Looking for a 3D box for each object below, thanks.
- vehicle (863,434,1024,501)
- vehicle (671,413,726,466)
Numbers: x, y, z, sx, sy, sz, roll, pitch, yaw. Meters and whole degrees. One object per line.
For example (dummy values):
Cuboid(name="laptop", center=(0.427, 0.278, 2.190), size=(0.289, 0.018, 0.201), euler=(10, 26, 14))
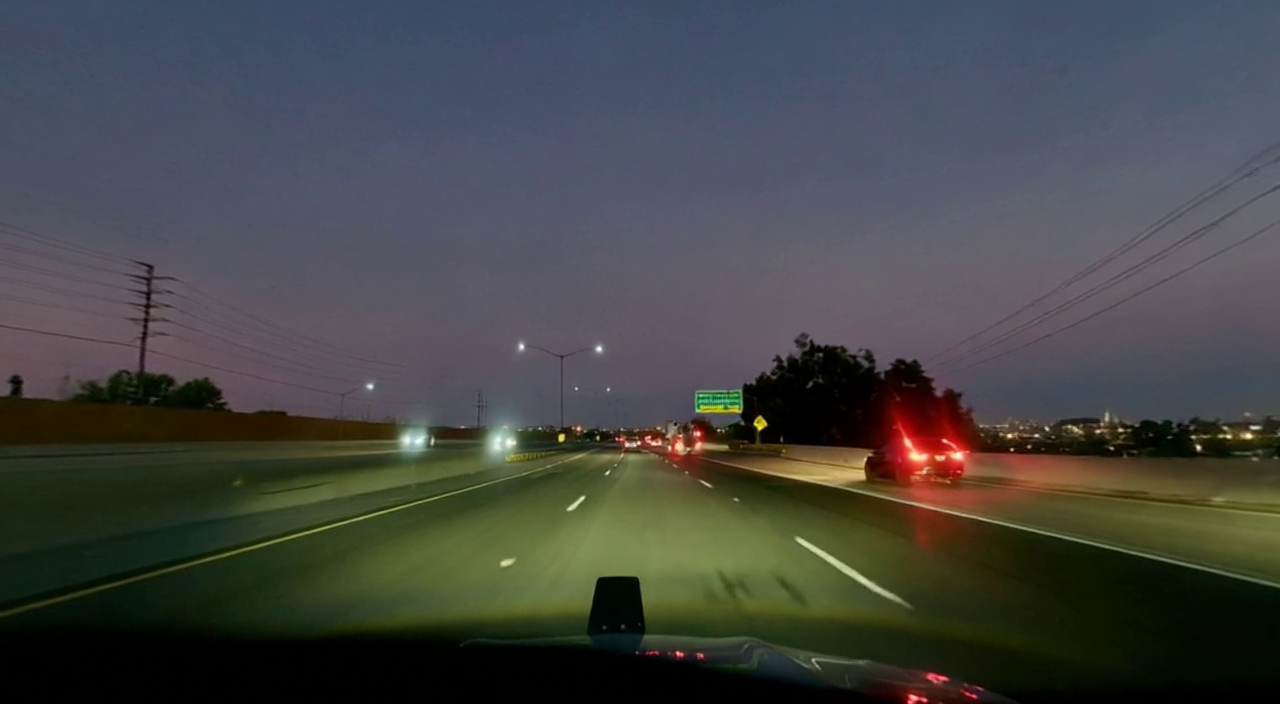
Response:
Cuboid(name="vehicle", center=(7.727, 2.965, 16.691), size=(1.905, 1.480, 4.624), euler=(0, -8, -1))
Cuboid(name="vehicle", center=(3.712, 5.847, 42.110), size=(2.791, 3.179, 8.074), euler=(0, -8, -1))
